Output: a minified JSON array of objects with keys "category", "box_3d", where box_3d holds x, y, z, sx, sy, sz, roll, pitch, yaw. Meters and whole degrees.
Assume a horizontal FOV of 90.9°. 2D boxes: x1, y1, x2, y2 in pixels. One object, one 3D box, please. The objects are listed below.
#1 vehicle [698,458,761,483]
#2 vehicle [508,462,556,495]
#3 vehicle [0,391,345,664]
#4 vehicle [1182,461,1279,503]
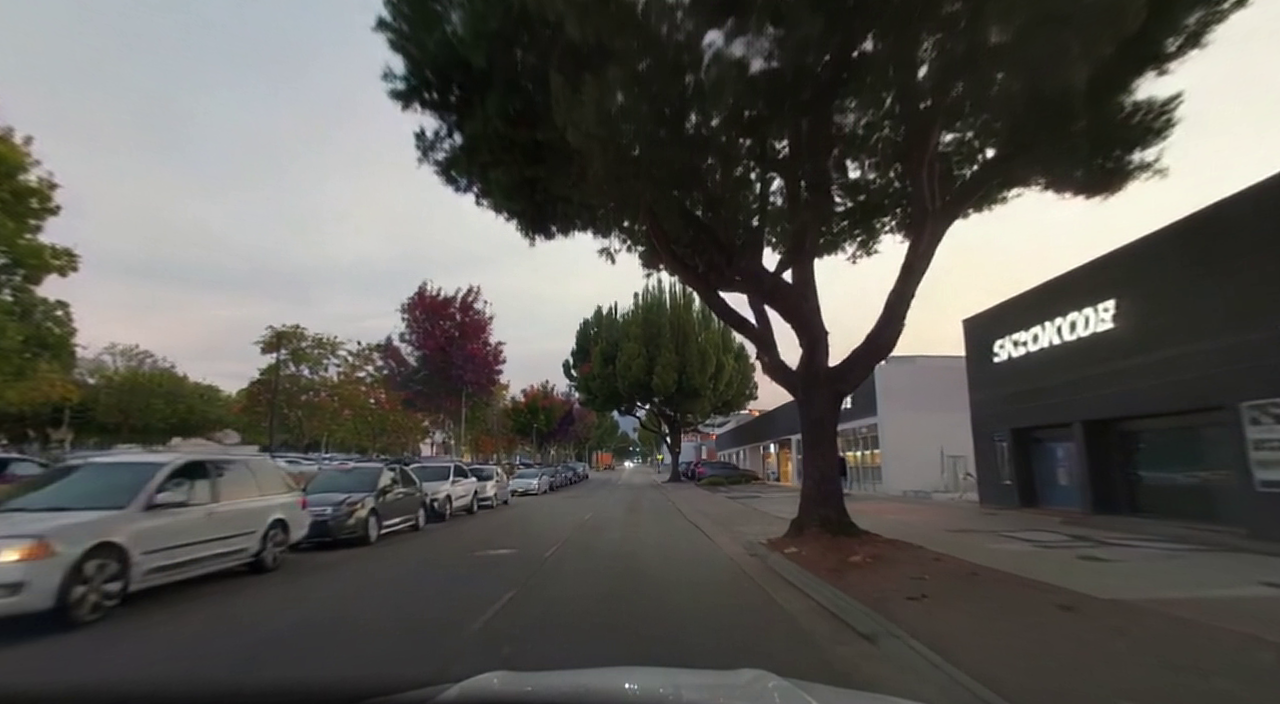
[{"category":"vehicle","box_3d":[6.330,8.448,44.953,4.193,1.665,1.924,1,-11,-1]},{"category":"vehicle","box_3d":[-5.814,6.926,34.543,1.832,1.623,4.424,1,-11,0]},{"category":"vehicle","box_3d":[-5.856,1.790,7.461,2.196,2.001,5.548,1,-11,-3]},{"category":"vehicle","box_3d":[25.678,5.471,26.831,1.698,1.489,3.599,-2,-9,-4]}]
